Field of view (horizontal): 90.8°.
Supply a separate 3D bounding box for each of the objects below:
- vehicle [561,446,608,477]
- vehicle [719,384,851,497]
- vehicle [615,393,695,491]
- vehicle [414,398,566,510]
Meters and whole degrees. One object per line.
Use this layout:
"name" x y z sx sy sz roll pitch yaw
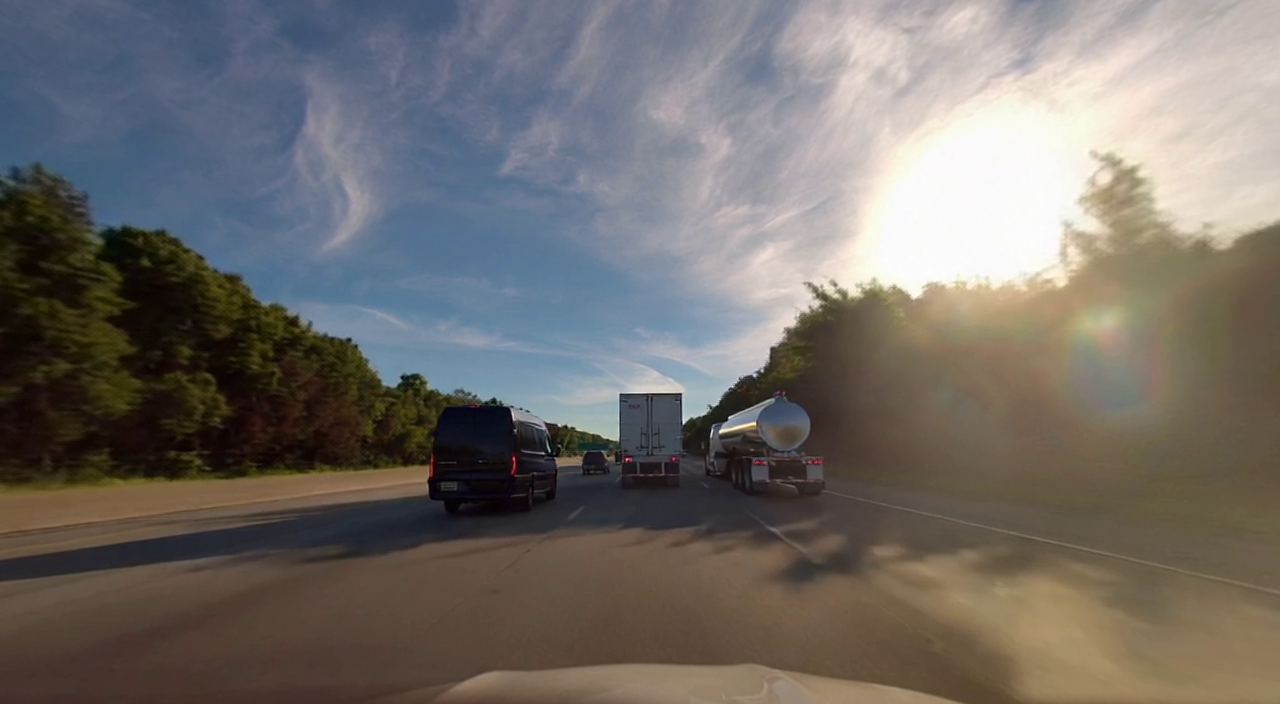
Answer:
"vehicle" -3.172 6.354 36.862 2.134 1.652 4.439 -1 -9 3
"vehicle" 5.207 3.618 25.398 2.706 3.500 11.483 0 -9 1
"vehicle" 0.337 3.962 27.271 2.773 3.455 9.118 0 -9 -3
"vehicle" -3.845 2.848 17.777 2.525 2.572 6.260 0 -9 2
